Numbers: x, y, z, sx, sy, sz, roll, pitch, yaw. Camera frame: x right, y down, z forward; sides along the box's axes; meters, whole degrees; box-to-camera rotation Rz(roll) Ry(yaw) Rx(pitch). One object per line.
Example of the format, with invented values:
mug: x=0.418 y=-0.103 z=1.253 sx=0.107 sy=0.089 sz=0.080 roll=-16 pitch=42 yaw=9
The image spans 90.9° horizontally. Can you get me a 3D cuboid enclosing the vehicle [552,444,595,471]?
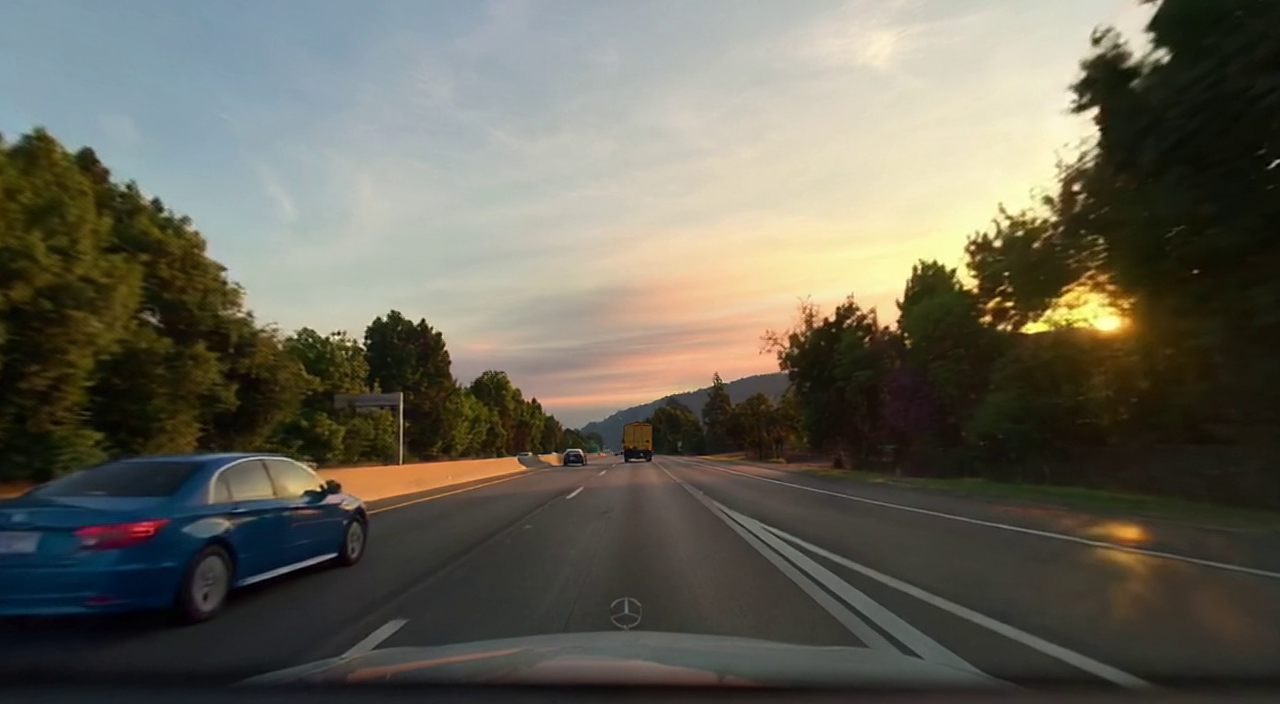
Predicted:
vehicle: x=-4.284 y=6.902 z=41.554 sx=2.311 sy=1.655 sz=4.382 roll=0 pitch=-9 yaw=1

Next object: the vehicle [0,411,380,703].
vehicle: x=-3.853 y=1.309 z=4.693 sx=1.916 sy=1.506 sz=4.476 roll=0 pitch=-9 yaw=0
